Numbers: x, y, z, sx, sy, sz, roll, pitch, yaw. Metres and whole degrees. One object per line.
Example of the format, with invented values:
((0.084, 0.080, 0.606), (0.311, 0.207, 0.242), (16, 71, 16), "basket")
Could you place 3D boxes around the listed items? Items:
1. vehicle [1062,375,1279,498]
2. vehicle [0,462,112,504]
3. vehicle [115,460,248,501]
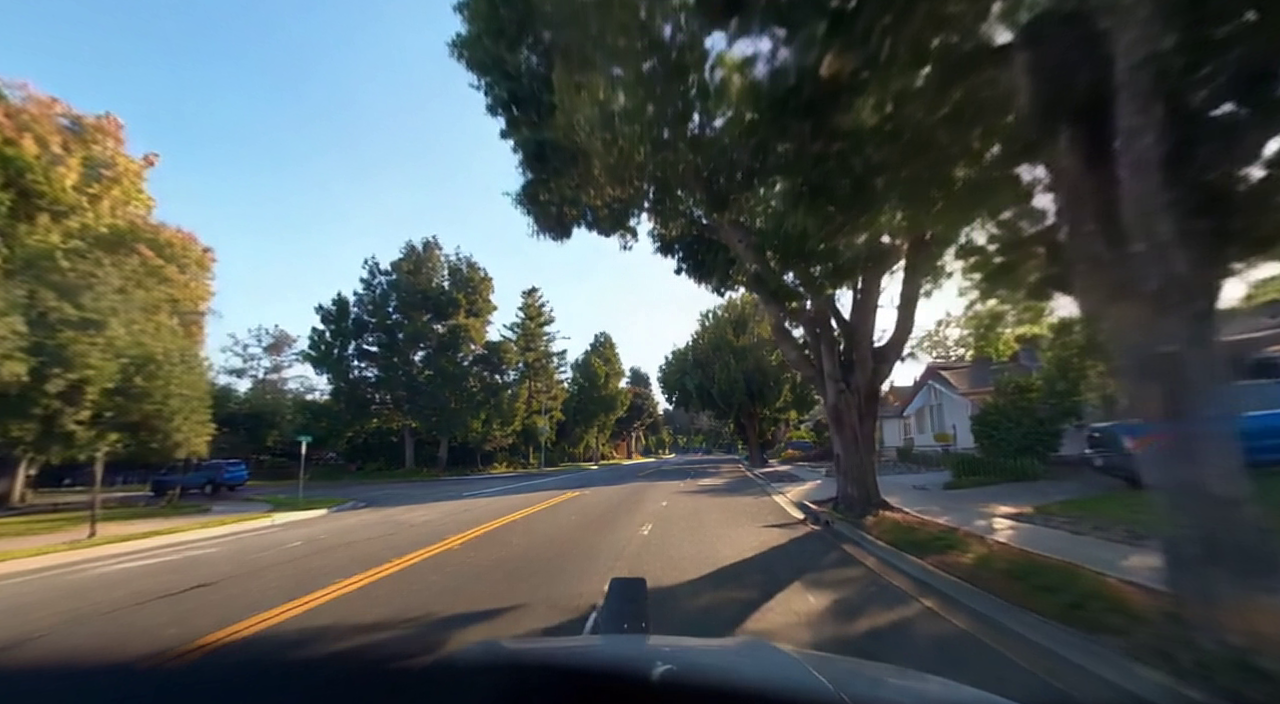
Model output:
((11.362, 1.343, 11.326), (5.704, 1.788, 2.095), (-7, -8, 8), "vehicle")
((-25.897, 5.655, 27.154), (4.751, 1.489, 2.052), (-4, -8, 7), "vehicle")
((-19.106, 5.354, 26.373), (4.270, 1.481, 1.972), (-4, -9, 9), "vehicle")
